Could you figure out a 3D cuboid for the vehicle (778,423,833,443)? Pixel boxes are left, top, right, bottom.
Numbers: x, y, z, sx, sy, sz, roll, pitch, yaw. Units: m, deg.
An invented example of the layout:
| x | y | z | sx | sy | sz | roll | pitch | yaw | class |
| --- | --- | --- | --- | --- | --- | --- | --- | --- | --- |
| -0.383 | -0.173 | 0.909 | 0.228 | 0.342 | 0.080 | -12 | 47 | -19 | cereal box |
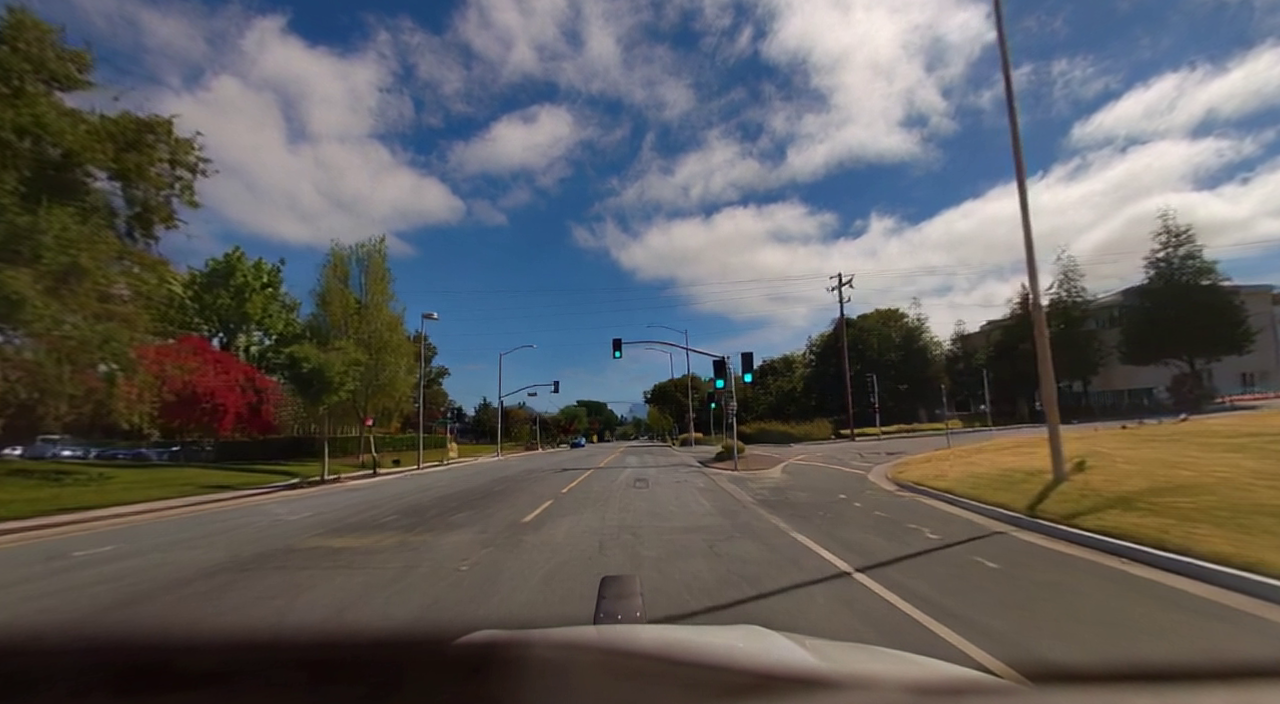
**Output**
| x | y | z | sx | sy | sz | roll | pitch | yaw | class |
| --- | --- | --- | --- | --- | --- | --- | --- | --- | --- |
| 12.752 | 6.276 | 48.645 | 3.706 | 1.466 | 1.830 | -1 | -9 | 2 | vehicle |
